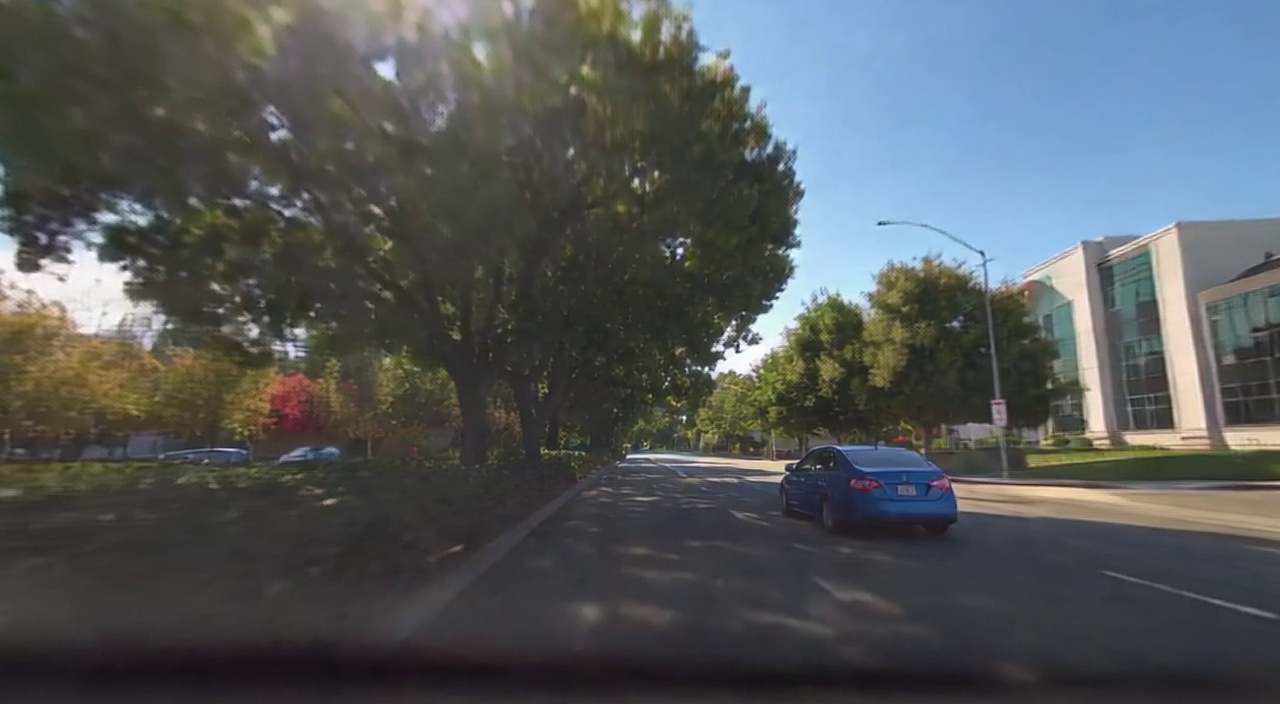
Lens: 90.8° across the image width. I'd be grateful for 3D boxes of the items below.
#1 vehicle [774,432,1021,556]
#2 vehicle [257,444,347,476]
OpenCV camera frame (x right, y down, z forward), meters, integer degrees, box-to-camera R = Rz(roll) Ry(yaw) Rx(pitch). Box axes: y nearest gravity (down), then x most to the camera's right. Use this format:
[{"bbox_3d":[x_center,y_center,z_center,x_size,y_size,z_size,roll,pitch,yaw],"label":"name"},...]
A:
[{"bbox_3d":[3.565,2.019,9.795,1.950,1.473,4.259,0,-8,-1],"label":"vehicle"},{"bbox_3d":[-16.912,5.403,31.906,1.921,1.466,4.804,0,-8,0],"label":"vehicle"}]
